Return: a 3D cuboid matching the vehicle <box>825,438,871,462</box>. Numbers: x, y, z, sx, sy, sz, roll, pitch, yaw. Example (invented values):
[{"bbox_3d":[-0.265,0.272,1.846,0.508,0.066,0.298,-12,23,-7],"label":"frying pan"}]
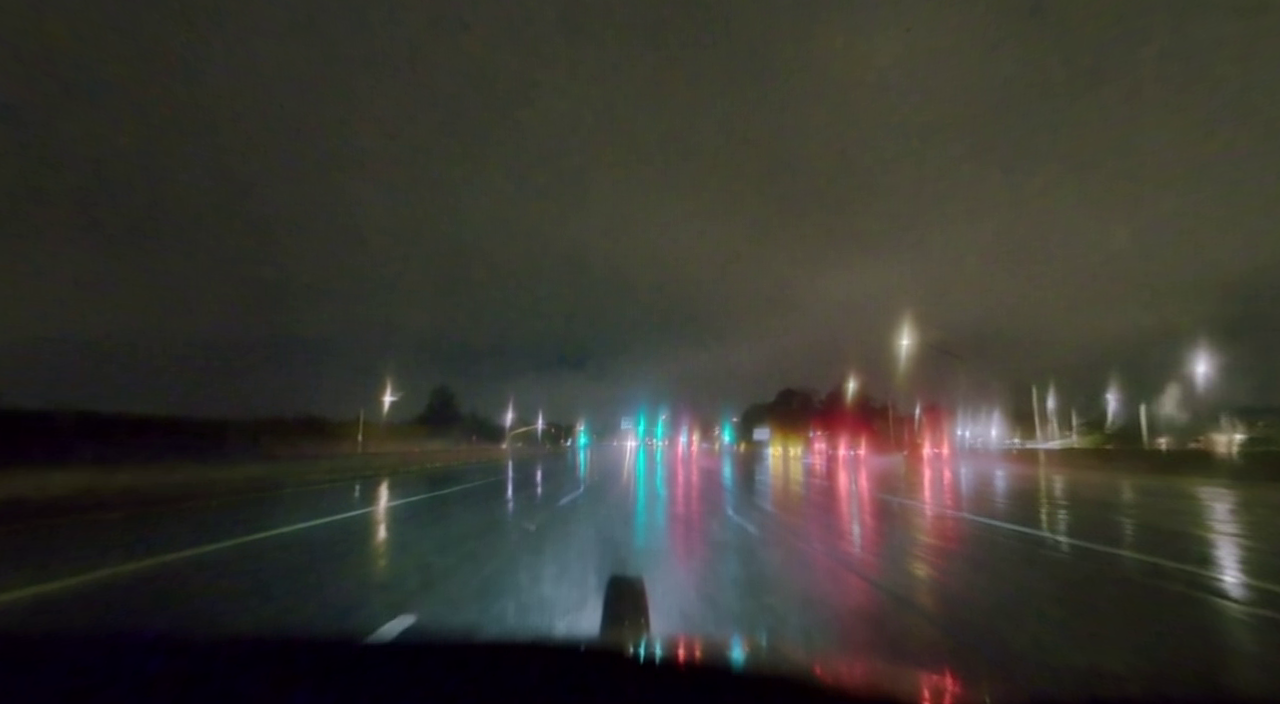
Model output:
[{"bbox_3d":[15.579,7.367,47.448,2.039,1.658,4.457,0,-8,3],"label":"vehicle"}]
